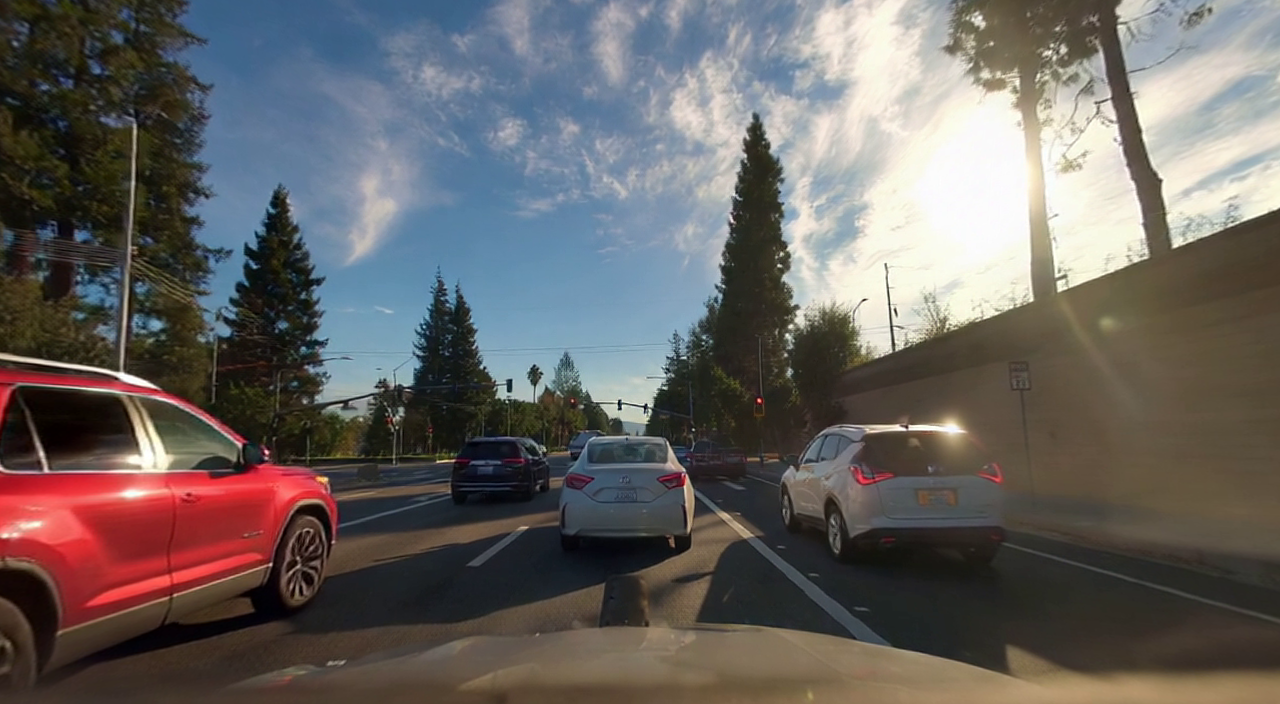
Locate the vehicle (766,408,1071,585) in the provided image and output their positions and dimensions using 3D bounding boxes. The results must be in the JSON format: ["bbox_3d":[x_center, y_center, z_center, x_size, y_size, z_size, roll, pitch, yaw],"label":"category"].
[{"bbox_3d":[3.142,1.713,8.327,2.029,1.702,4.281,0,-8,0],"label":"vehicle"}]

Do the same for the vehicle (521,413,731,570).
[{"bbox_3d":[-0.120,1.793,8.814,2.245,1.677,3.913,0,-8,1],"label":"vehicle"}]

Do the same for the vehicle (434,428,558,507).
[{"bbox_3d":[-3.546,2.952,16.574,2.067,1.759,4.631,0,-8,1],"label":"vehicle"}]

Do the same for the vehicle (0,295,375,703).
[{"bbox_3d":[-3.537,0.912,3.605,2.070,1.913,4.450,0,-8,0],"label":"vehicle"}]
